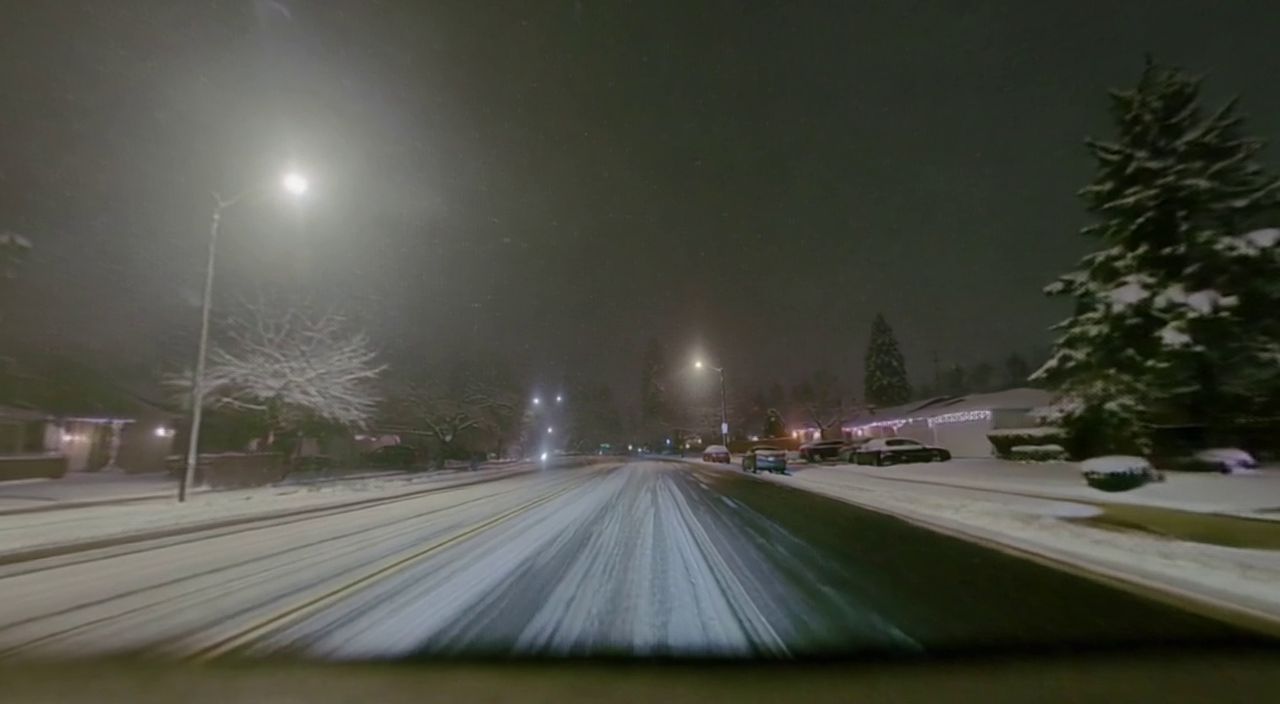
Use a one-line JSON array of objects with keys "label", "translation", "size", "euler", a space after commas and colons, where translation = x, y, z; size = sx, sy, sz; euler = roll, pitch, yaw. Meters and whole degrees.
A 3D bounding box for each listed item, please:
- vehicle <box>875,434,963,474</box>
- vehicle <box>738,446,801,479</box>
[{"label": "vehicle", "translation": [13.379, 4.931, 30.626], "size": [1.978, 1.738, 4.734], "euler": [-2, -9, -1]}, {"label": "vehicle", "translation": [6.561, 5.635, 32.547], "size": [2.042, 1.511, 5.029], "euler": [0, -9, -2]}]
